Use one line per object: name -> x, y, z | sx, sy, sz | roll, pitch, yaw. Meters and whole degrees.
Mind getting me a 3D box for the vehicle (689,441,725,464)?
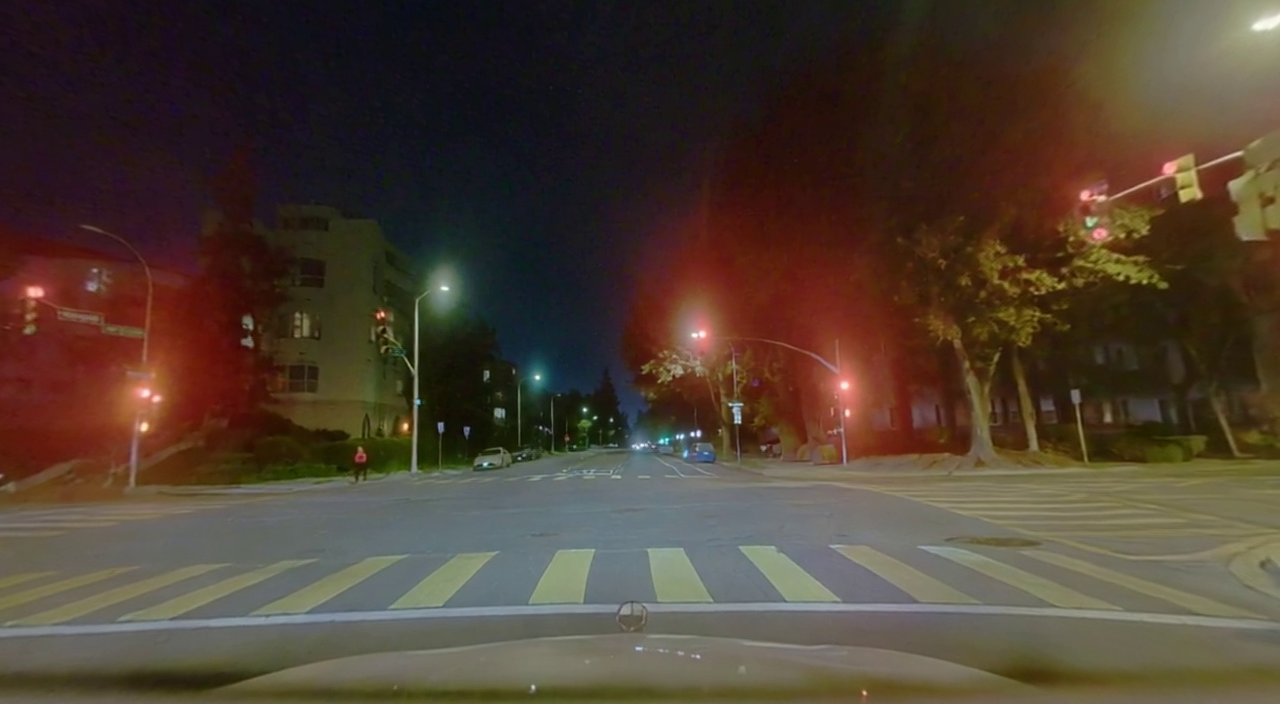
vehicle -> 4.517, 6.801, 42.782 | 1.987, 1.466, 4.389 | 0, -8, 0
